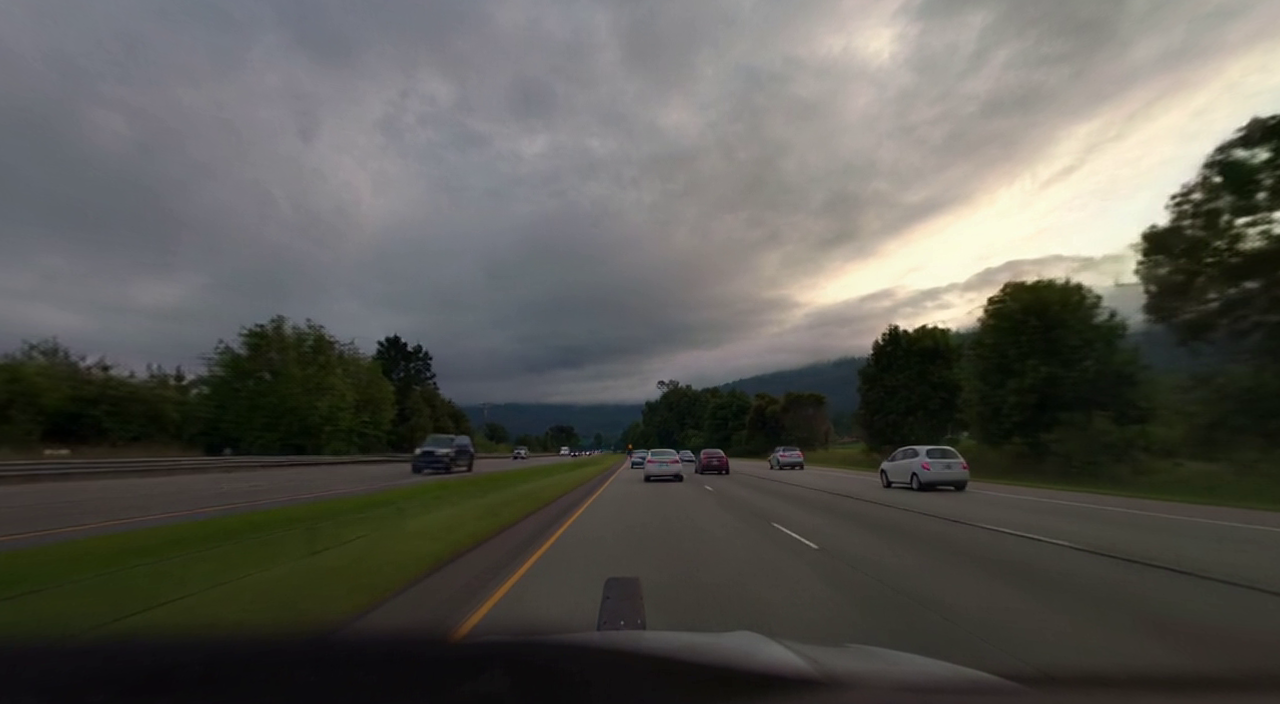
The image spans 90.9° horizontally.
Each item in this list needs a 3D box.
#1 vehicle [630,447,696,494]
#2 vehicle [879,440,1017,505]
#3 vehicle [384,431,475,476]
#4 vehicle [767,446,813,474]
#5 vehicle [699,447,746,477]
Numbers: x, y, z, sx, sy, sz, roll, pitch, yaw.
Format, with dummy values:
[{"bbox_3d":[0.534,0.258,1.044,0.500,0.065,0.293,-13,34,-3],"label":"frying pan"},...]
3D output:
[{"bbox_3d":[0.722,3.971,21.378,2.020,1.426,3.702,0,-9,0],"label":"vehicle"},{"bbox_3d":[8.261,3.249,17.336,1.847,1.554,3.752,0,-9,-1],"label":"vehicle"},{"bbox_3d":[-8.470,4.145,25.863,2.039,1.648,4.621,-1,-9,1],"label":"vehicle"},{"bbox_3d":[9.264,6.696,39.238,1.957,1.594,3.632,0,-9,0],"label":"vehicle"},{"bbox_3d":[4.469,6.023,34.748,1.981,1.518,4.029,0,-9,0],"label":"vehicle"}]
